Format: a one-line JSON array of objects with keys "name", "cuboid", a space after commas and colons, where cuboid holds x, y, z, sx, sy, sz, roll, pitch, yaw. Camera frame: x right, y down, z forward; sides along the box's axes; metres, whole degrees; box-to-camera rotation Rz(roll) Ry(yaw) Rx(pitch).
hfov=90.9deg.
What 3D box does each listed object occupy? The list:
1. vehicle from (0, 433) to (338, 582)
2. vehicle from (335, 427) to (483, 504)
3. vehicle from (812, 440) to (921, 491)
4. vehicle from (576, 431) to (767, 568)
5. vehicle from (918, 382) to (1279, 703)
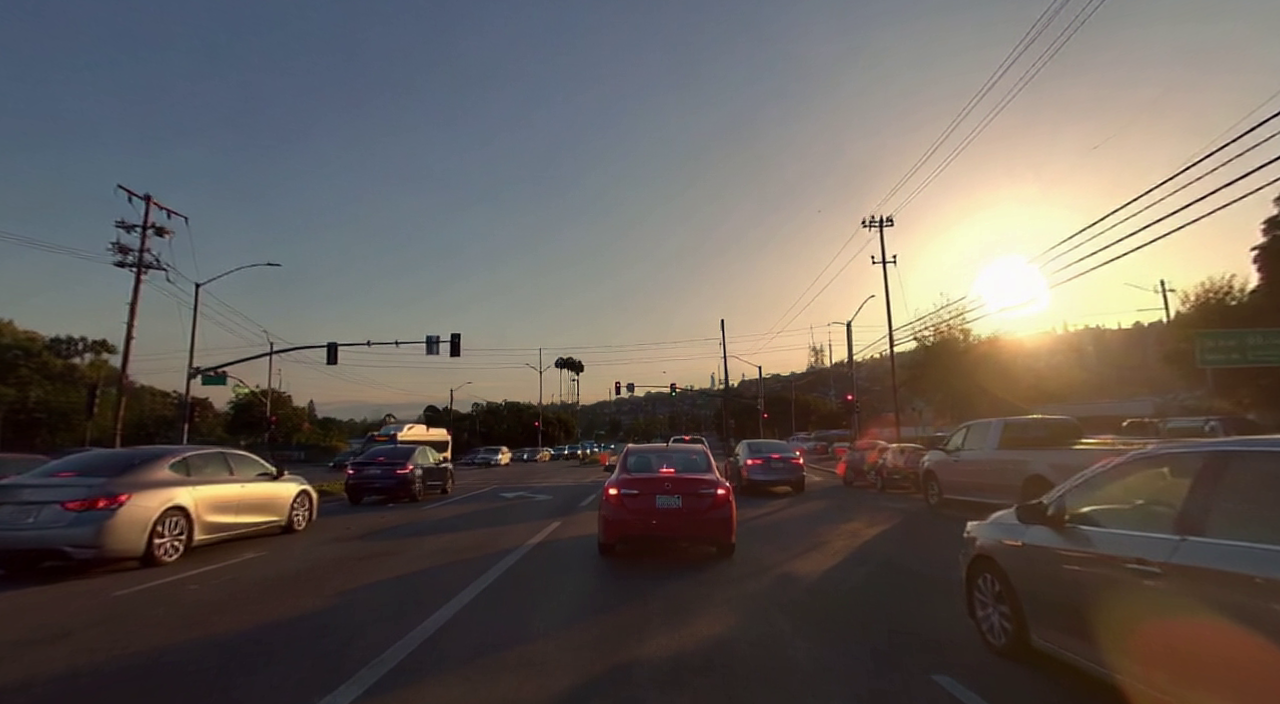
[{"name": "vehicle", "cuboid": [-6.406, 1.934, 8.840, 1.955, 1.497, 4.639, -1, -8, 1]}, {"name": "vehicle", "cuboid": [-6.238, 3.108, 17.857, 2.070, 1.824, 5.196, -1, -8, 2]}, {"name": "vehicle", "cuboid": [7.277, 3.670, 20.811, 1.867, 1.459, 4.436, 0, -8, -1]}, {"name": "vehicle", "cuboid": [0.328, 1.928, 9.050, 2.109, 1.483, 3.964, 0, -8, -1]}, {"name": "vehicle", "cuboid": [3.114, 0.961, 2.815, 1.870, 1.523, 4.096, 0, -8, 0]}]
